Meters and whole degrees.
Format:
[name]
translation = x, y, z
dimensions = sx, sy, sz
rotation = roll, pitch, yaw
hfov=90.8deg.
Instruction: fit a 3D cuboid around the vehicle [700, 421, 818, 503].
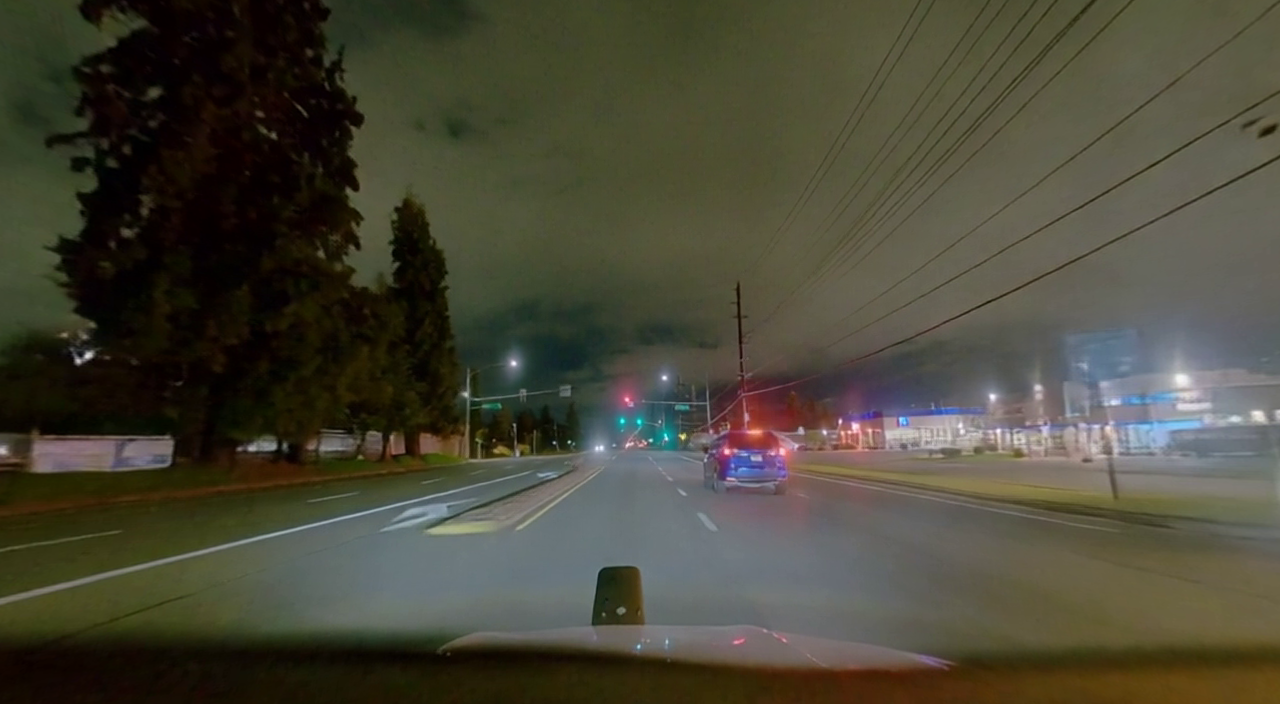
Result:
[vehicle]
translation = 2.907, 2.820, 16.596
dimensions = 2.060, 1.820, 4.713
rotation = 0, -9, -2
